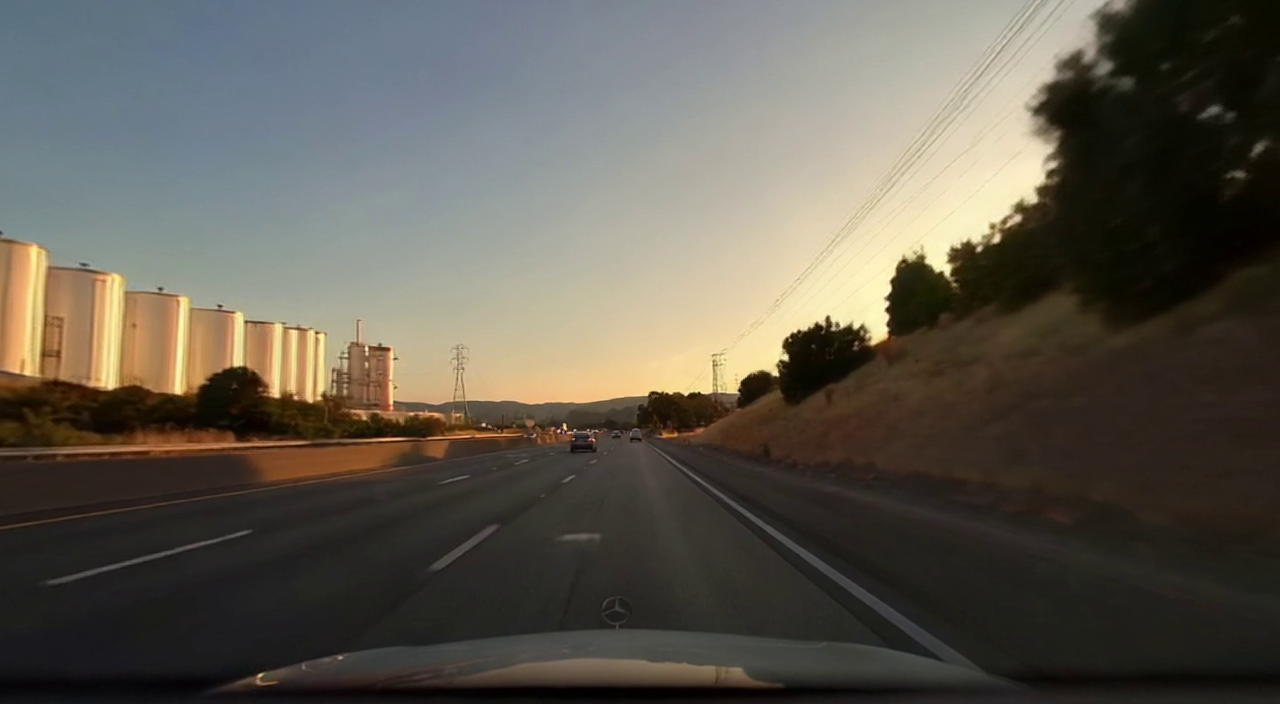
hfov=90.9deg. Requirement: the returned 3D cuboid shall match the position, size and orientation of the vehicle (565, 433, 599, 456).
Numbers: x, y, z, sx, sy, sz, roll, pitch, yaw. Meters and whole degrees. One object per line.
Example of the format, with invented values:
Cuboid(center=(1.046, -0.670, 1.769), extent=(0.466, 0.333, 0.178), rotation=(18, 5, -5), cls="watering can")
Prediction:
Cuboid(center=(-3.871, 6.225, 42.472), extent=(1.952, 1.462, 3.969), rotation=(0, -8, -1), cls="vehicle")
